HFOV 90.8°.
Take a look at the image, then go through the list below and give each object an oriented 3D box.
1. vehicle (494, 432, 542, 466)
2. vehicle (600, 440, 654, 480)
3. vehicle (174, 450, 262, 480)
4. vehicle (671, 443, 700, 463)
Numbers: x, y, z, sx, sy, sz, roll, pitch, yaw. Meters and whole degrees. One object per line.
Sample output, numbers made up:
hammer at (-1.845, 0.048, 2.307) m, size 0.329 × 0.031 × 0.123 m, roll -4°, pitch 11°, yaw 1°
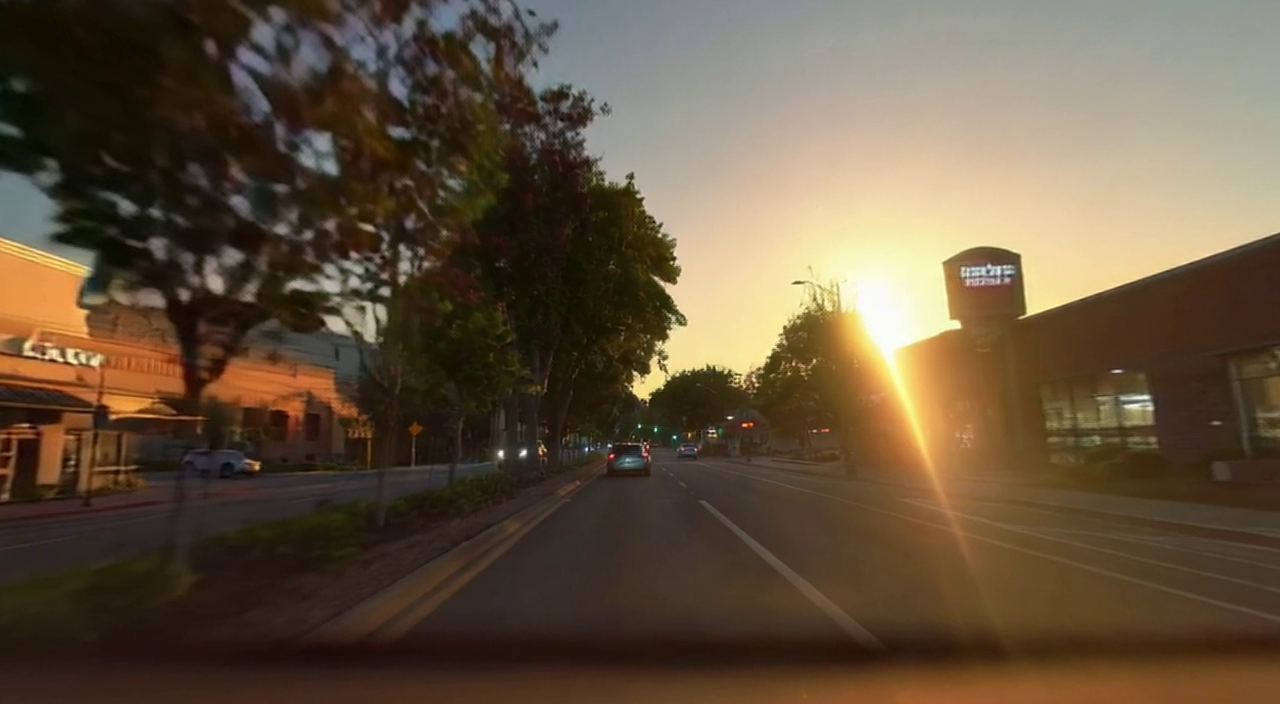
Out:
vehicle at (-8.558, 6.901, 44.897) m, size 2.274 × 2.201 × 5.710 m, roll 0°, pitch -9°, yaw 0°
vehicle at (-0.495, 4.330, 25.548) m, size 2.006 × 1.487 × 3.535 m, roll 0°, pitch -9°, yaw 0°
vehicle at (-23.536, 6.311, 35.295) m, size 3.650 × 1.487 × 1.757 m, roll -1°, pitch -8°, yaw -1°
vehicle at (3.490, 7.804, 49.099) m, size 1.910 × 1.474 × 4.003 m, roll 0°, pitch -9°, yaw -1°
